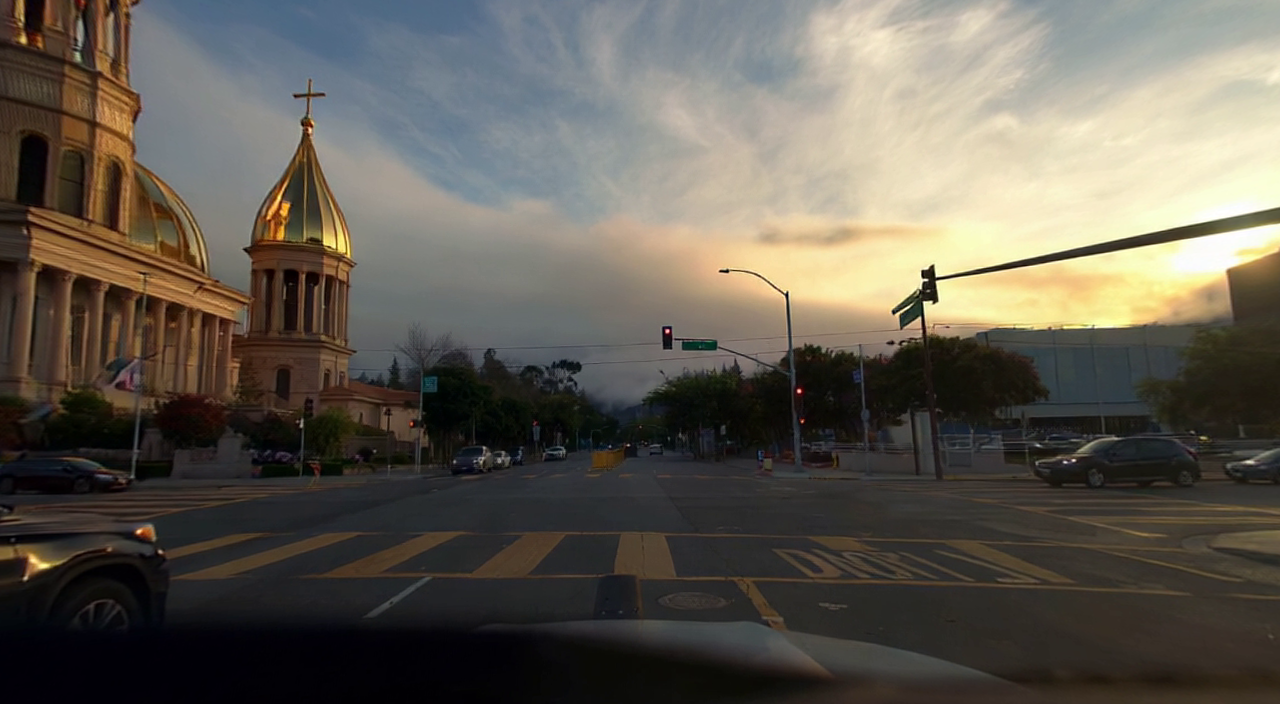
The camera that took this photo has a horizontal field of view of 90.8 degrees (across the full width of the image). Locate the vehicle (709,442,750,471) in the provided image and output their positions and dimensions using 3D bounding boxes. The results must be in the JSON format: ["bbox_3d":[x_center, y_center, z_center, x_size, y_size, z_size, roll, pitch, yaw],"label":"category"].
[{"bbox_3d":[5.825,6.810,41.504,1.969,1.776,4.329,0,-8,-1],"label":"vehicle"}]

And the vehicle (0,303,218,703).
[{"bbox_3d":[-3.880,0.574,1.101,2.251,2.009,5.688,0,-8,1],"label":"vehicle"}]

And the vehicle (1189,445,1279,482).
[{"bbox_3d":[26.382,4.674,26.683,4.561,1.475,1.850,0,-8,0],"label":"vehicle"}]

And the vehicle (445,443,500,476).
[{"bbox_3d":[-10.236,6.594,38.971,2.076,1.876,4.669,0,-8,1],"label":"vehicle"}]

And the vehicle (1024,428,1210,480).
[{"bbox_3d":[19.875,4.271,26.578,5.852,2.057,2.361,0,-8,0],"label":"vehicle"}]
